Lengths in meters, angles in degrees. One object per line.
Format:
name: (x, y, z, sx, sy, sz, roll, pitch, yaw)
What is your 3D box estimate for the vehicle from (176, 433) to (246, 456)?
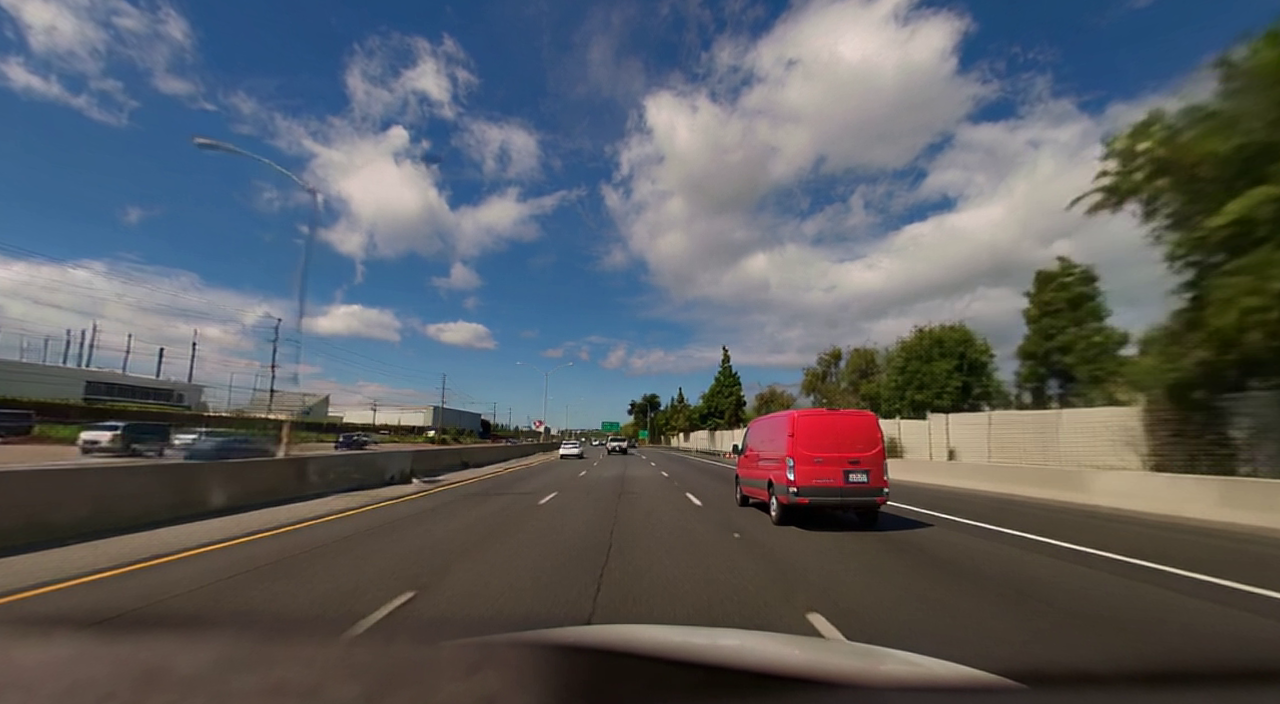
vehicle: (-30.699, 6.604, 45.083, 3.552, 1.415, 1.847, 3, -7, -6)

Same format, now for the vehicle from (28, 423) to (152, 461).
vehicle: (-30.174, 4.946, 34.669, 4.674, 1.939, 2.061, 0, -8, -7)

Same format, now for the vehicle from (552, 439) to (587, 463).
vehicle: (-4.741, 6.705, 42.828, 2.045, 1.547, 4.162, 0, -8, -2)
